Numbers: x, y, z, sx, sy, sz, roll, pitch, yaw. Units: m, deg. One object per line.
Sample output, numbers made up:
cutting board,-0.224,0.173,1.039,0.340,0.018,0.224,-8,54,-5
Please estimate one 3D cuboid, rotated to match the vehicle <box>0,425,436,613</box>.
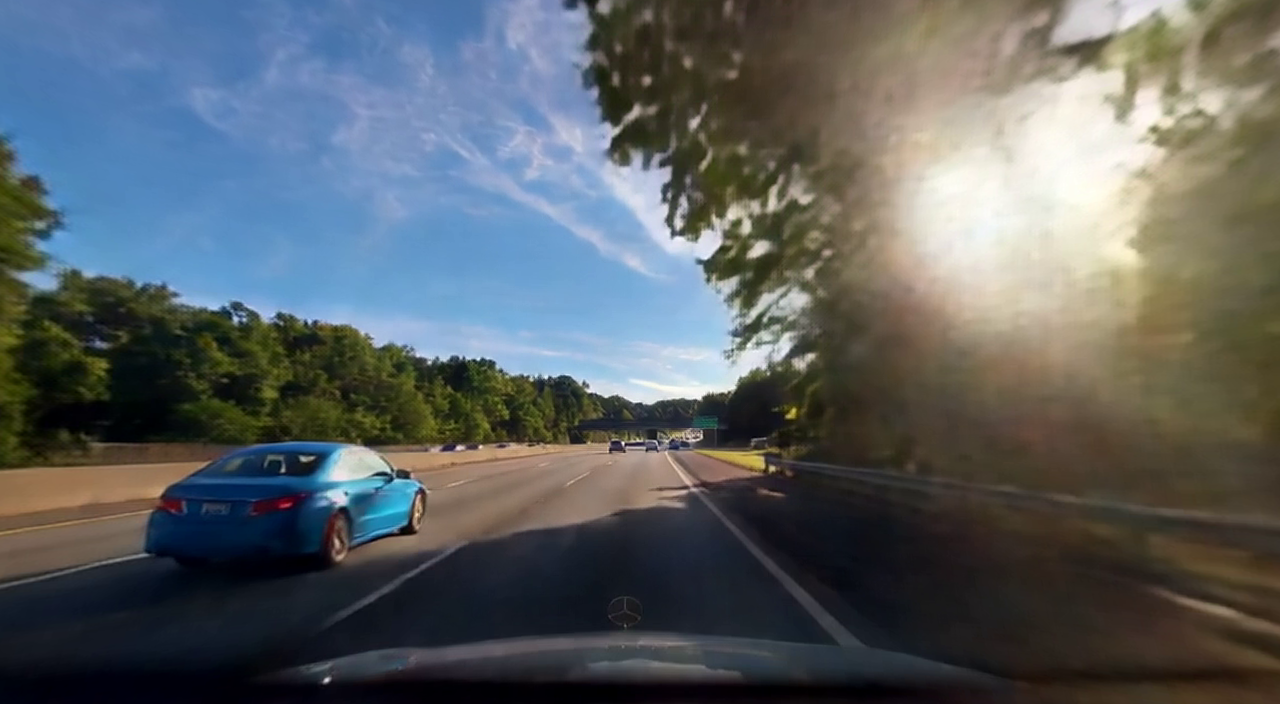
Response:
vehicle,-4.139,1.644,7.250,1.996,1.454,4.495,0,-8,1
